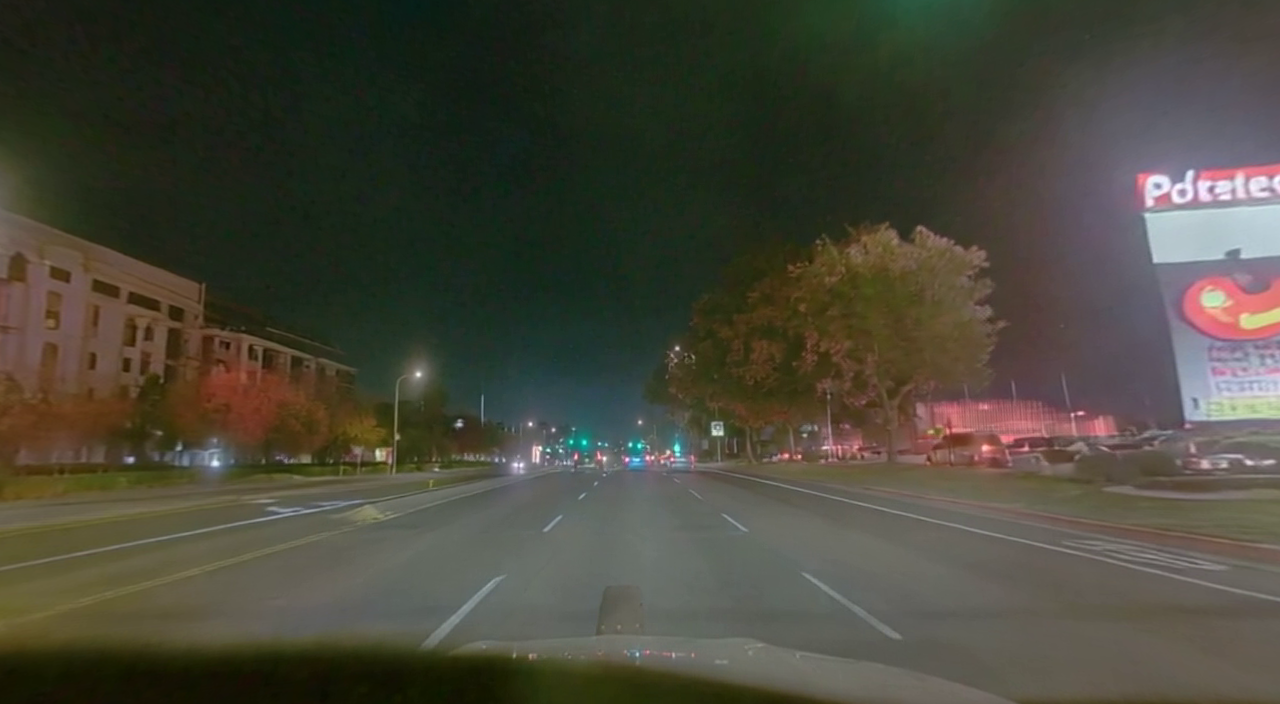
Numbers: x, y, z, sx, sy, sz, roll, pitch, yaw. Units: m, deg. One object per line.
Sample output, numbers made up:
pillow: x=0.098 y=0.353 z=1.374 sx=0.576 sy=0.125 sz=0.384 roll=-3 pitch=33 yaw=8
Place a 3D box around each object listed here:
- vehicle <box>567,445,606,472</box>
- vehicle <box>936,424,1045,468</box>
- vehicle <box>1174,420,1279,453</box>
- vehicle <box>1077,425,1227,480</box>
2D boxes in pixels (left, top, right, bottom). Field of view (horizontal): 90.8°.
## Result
vehicle: x=-3.317 y=6.719 z=40.043 sx=2.035 sy=1.564 sz=4.702 roll=0 pitch=-8 yaw=0
vehicle: x=16.573 y=4.439 z=29.820 sx=5.004 sy=1.893 sz=2.228 roll=5 pitch=-10 yaw=-32
vehicle: x=35.173 y=5.087 z=37.491 sx=2.253 sy=1.809 sz=4.944 roll=1 pitch=-9 yaw=-6
vehicle: x=16.311 y=3.176 z=20.101 sx=4.673 sy=1.555 sz=2.010 roll=5 pitch=-10 yaw=-30
